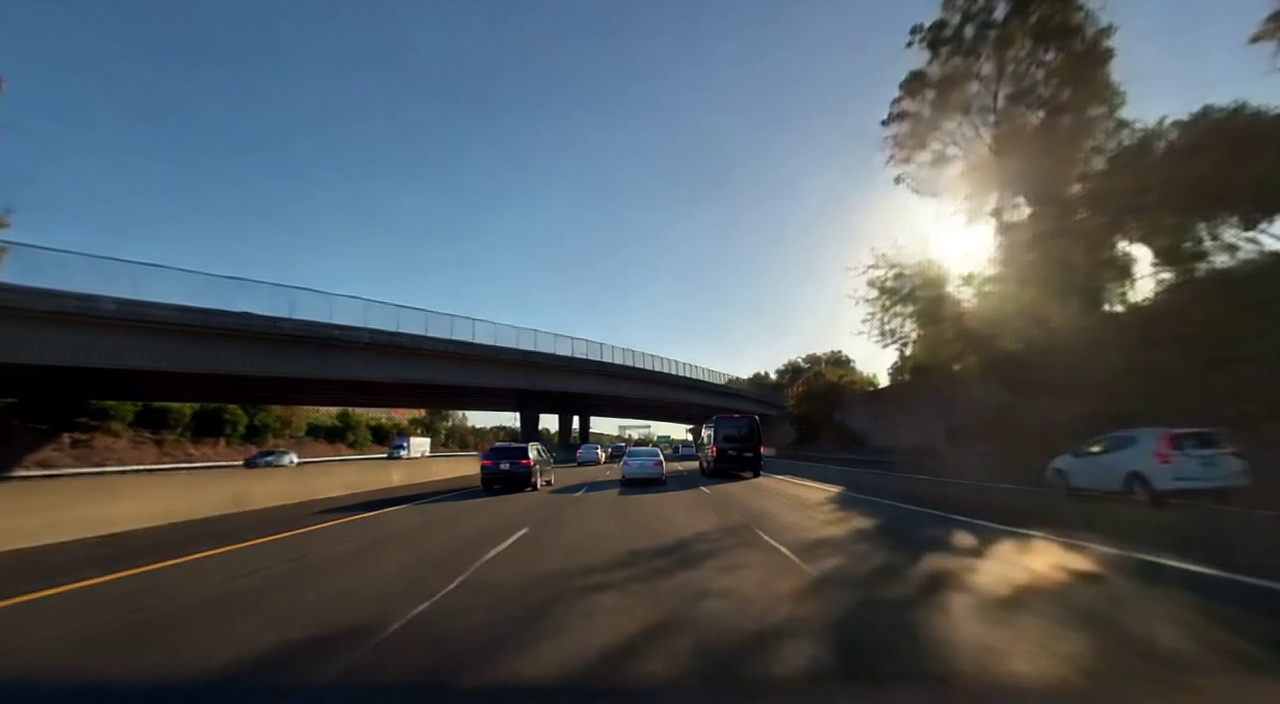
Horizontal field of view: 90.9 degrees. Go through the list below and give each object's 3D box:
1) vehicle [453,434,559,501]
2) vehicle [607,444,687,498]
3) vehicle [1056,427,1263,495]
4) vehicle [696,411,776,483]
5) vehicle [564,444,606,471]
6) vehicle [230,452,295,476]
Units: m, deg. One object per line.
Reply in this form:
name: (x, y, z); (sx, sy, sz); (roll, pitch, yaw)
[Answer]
vehicle: (-3.761, 3.327, 18.533); (2.078, 1.706, 4.298); (0, -8, 1)
vehicle: (0.173, 3.563, 19.303); (2.174, 1.467, 4.005); (0, -8, 0)
vehicle: (16.254, 3.443, 20.248); (2.189, 1.869, 5.080); (0, -8, -1)
vehicle: (4.028, 4.189, 27.934); (2.436, 2.745, 6.607); (0, -8, 0)
vehicle: (-3.582, 6.976, 41.958); (2.258, 1.655, 4.397); (0, -8, 1)
vehicle: (-26.059, 7.704, 43.695); (1.987, 1.487, 3.758); (0, -8, 3)
